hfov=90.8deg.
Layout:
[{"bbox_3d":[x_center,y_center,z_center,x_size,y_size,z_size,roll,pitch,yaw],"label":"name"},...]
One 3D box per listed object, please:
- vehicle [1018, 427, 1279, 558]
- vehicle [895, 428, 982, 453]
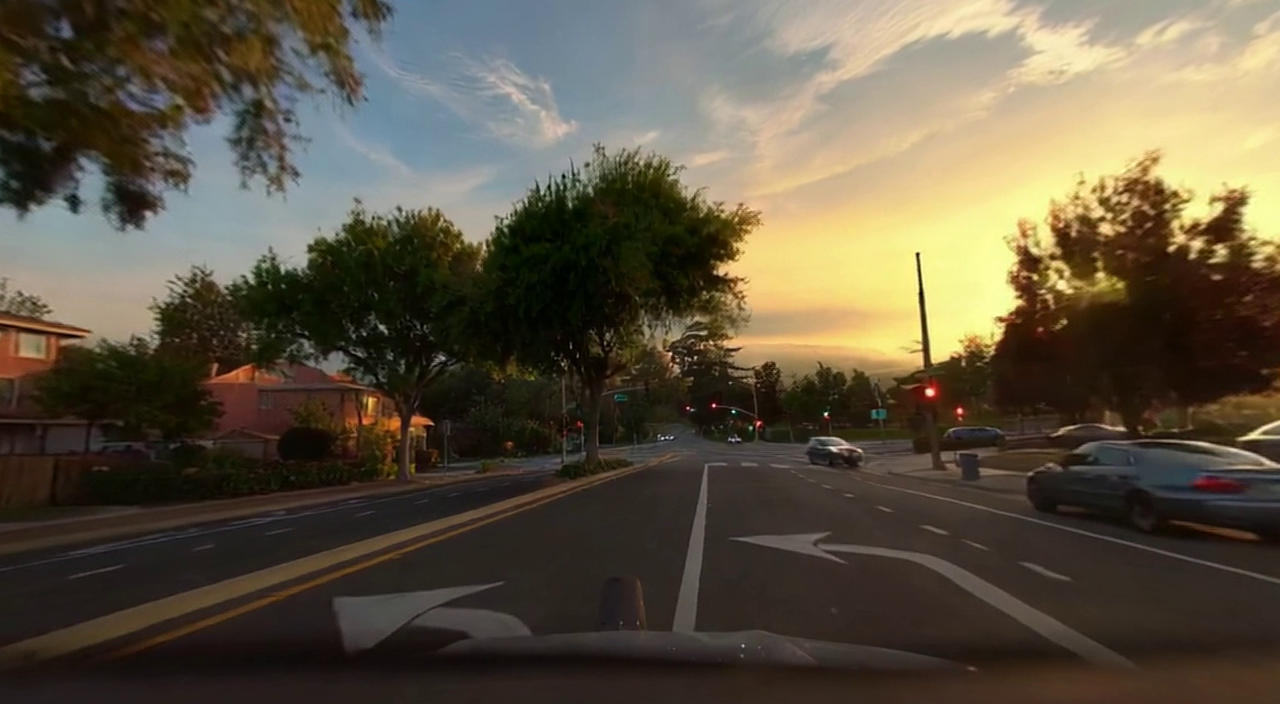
[{"bbox_3d":[7.656,1.874,9.168,1.917,1.440,4.335,-1,-8,5],"label":"vehicle"},{"bbox_3d":[19.697,5.851,41.873,4.702,1.595,1.986,-1,-9,6],"label":"vehicle"}]
